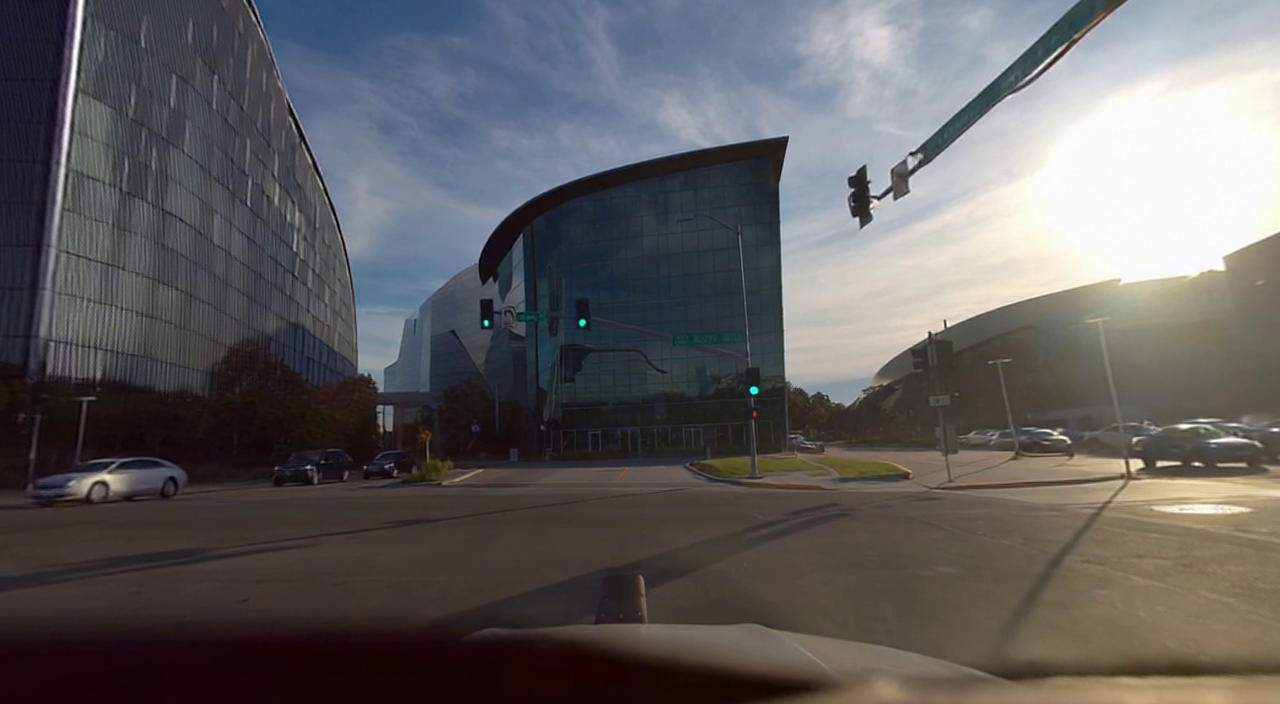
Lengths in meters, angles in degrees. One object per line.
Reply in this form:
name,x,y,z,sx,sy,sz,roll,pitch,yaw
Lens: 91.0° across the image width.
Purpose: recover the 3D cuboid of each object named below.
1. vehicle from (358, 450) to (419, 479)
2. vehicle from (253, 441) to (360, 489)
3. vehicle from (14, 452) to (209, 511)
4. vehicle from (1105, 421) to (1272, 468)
vehicle,-15.114,6.764,38.111,1.932,1.605,4.146,0,-9,0
vehicle,-14.838,5.030,28.426,2.091,1.915,5.040,0,-9,0
vehicle,-15.082,3.678,18.375,1.790,1.437,4.349,0,-9,2
vehicle,19.082,3.264,22.243,1.834,1.480,4.458,0,-9,-1
